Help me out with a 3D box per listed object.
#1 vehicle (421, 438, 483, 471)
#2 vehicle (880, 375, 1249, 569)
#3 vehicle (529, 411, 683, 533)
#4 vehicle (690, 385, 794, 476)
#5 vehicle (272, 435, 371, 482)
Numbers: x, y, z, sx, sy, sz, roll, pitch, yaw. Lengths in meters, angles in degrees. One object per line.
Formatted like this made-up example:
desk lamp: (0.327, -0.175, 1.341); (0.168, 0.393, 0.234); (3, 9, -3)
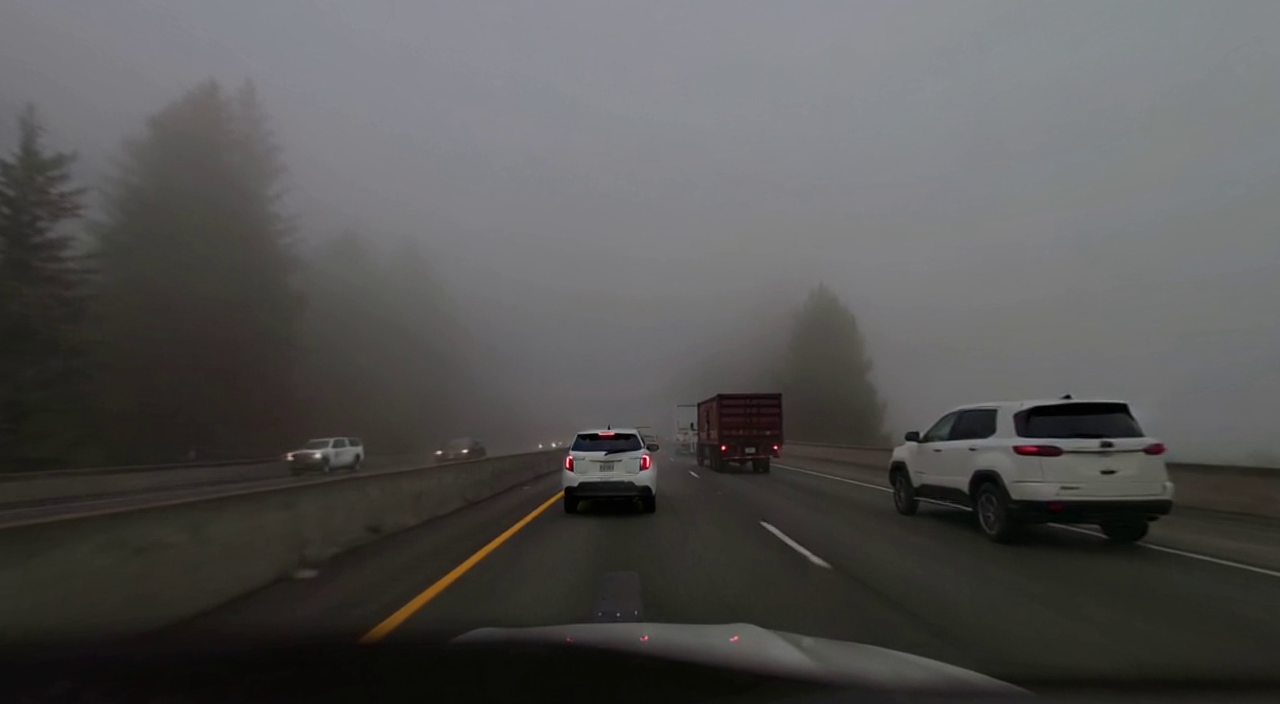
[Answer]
vehicle: (-8.840, 4.828, 29.990); (1.756, 1.446, 3.661); (0, -8, 1)
vehicle: (4.946, 1.430, 8.231); (2.011, 1.905, 3.905); (0, -8, -1)
vehicle: (-0.496, 1.904, 10.665); (2.082, 1.638, 4.055); (0, -8, -1)
vehicle: (3.735, 3.172, 25.258); (2.723, 3.027, 8.478); (0, -8, 0)
vehicle: (-13.433, 4.476, 26.901); (1.949, 1.833, 4.237); (0, -8, 0)
